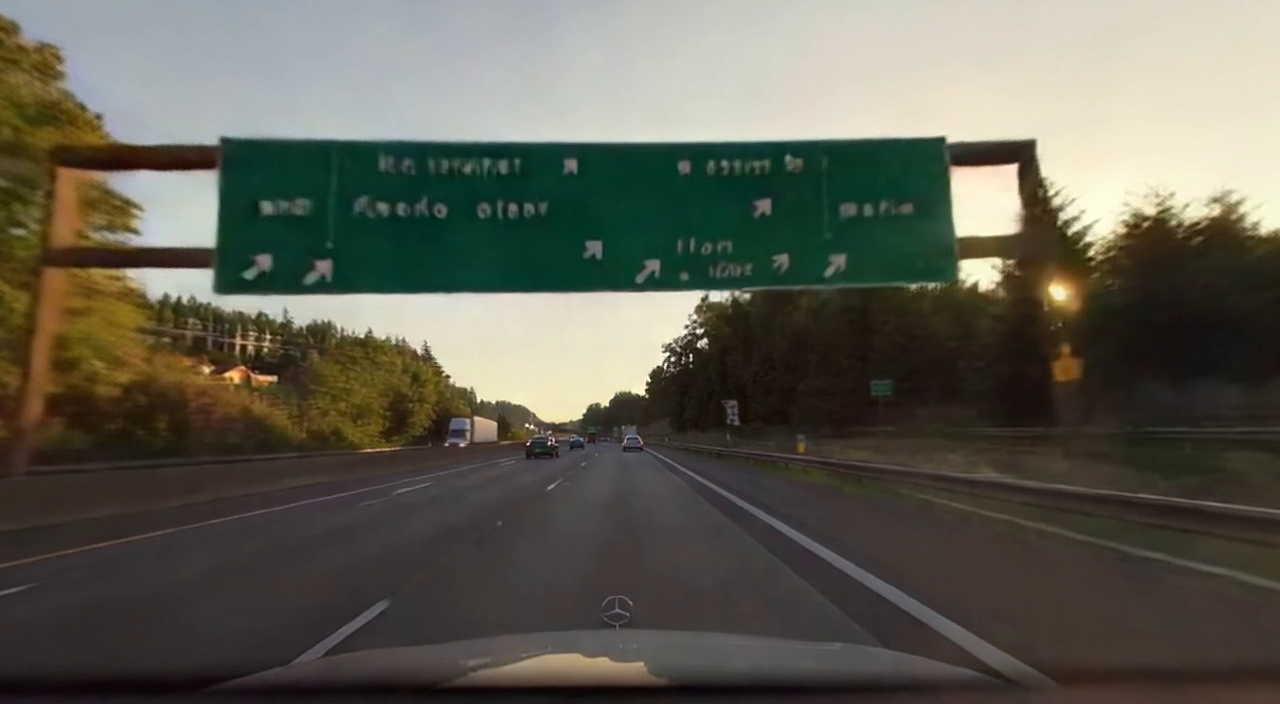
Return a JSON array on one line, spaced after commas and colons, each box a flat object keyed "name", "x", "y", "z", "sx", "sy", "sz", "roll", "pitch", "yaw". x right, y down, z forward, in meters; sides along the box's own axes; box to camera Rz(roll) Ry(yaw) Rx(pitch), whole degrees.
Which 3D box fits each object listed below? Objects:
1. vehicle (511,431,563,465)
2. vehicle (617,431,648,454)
[{"name": "vehicle", "x": -4.853, "y": 4.574, "z": 30.128, "sx": 1.959, "sy": 1.514, "sz": 3.668, "roll": 0, "pitch": -8, "yaw": -1}, {"name": "vehicle", "x": -0.566, "y": 6.672, "z": 46.488, "sx": 2.139, "sy": 1.561, "sz": 4.060, "roll": 0, "pitch": -8, "yaw": -1}]
